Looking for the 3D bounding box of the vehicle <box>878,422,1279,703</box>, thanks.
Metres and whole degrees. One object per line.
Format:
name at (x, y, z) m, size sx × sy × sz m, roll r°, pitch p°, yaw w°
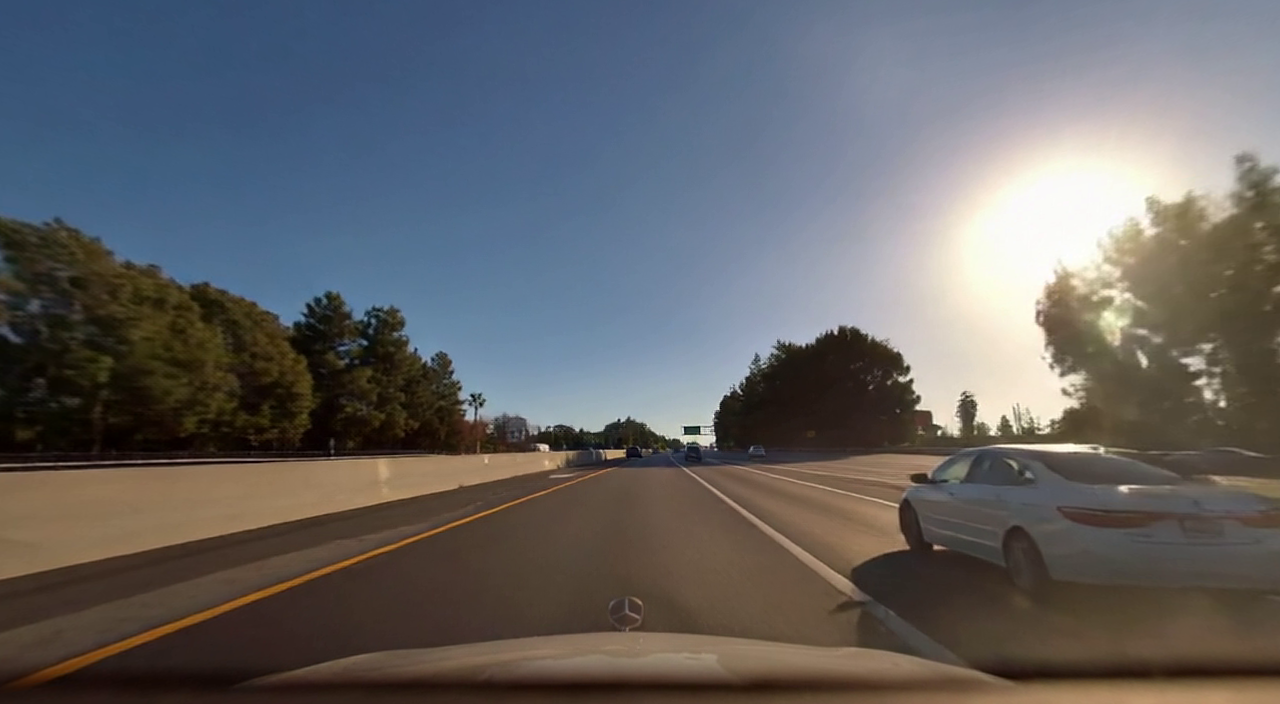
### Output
vehicle at (3.813, 1.418, 5.333) m, size 1.938 × 1.456 × 4.204 m, roll 0°, pitch -9°, yaw 0°
